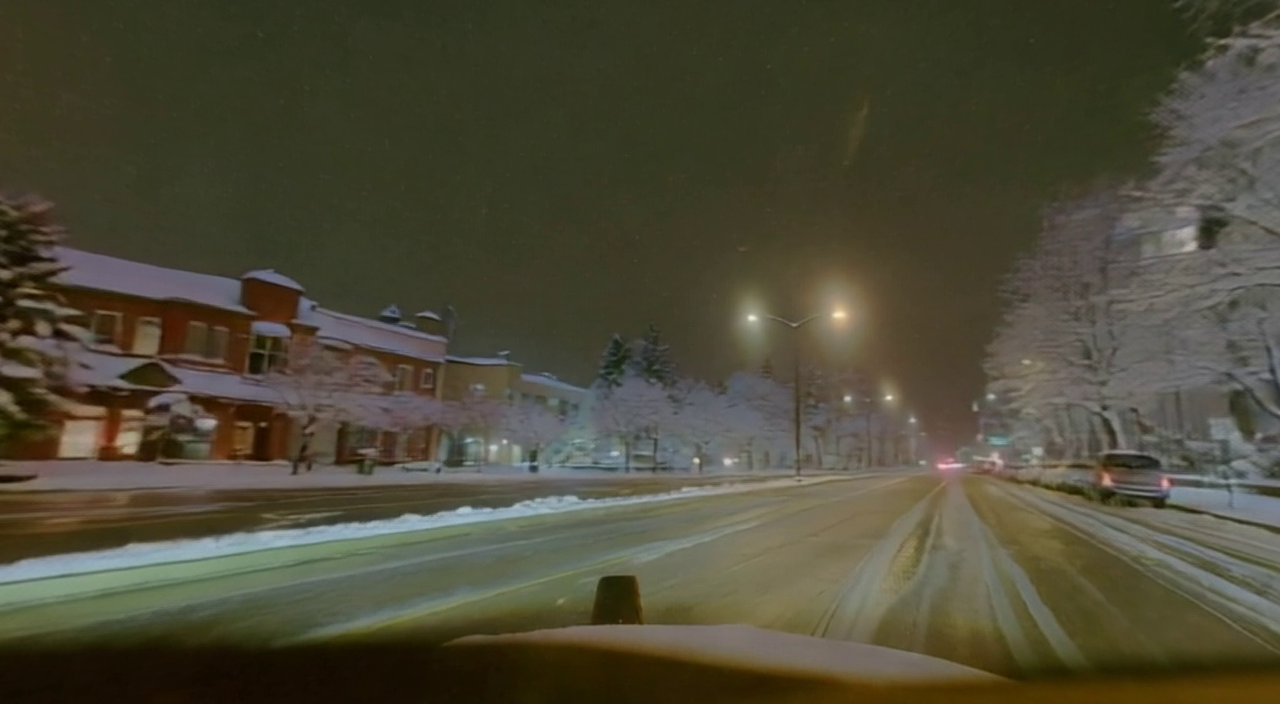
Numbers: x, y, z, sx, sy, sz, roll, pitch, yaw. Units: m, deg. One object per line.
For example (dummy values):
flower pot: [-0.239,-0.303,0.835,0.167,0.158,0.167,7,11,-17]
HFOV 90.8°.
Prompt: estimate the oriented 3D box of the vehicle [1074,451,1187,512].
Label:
vehicle: [17.502,4.562,22.830,2.152,1.869,4.476,-4,-9,24]
